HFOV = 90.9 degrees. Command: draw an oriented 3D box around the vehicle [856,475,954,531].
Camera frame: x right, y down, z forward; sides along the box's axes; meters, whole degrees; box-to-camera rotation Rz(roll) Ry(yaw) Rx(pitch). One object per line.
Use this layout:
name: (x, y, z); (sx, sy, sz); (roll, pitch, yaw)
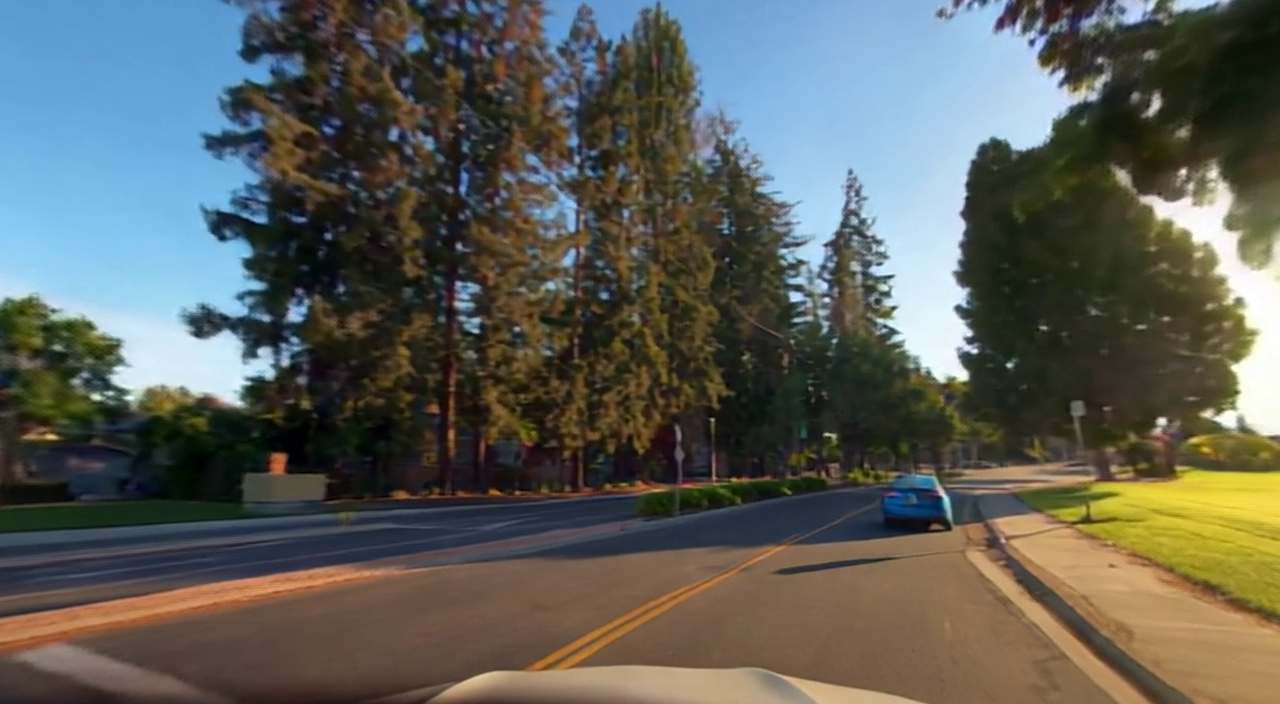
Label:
vehicle: (7.485, 4.069, 17.469); (1.972, 1.250, 5.282); (-5, -12, 27)
